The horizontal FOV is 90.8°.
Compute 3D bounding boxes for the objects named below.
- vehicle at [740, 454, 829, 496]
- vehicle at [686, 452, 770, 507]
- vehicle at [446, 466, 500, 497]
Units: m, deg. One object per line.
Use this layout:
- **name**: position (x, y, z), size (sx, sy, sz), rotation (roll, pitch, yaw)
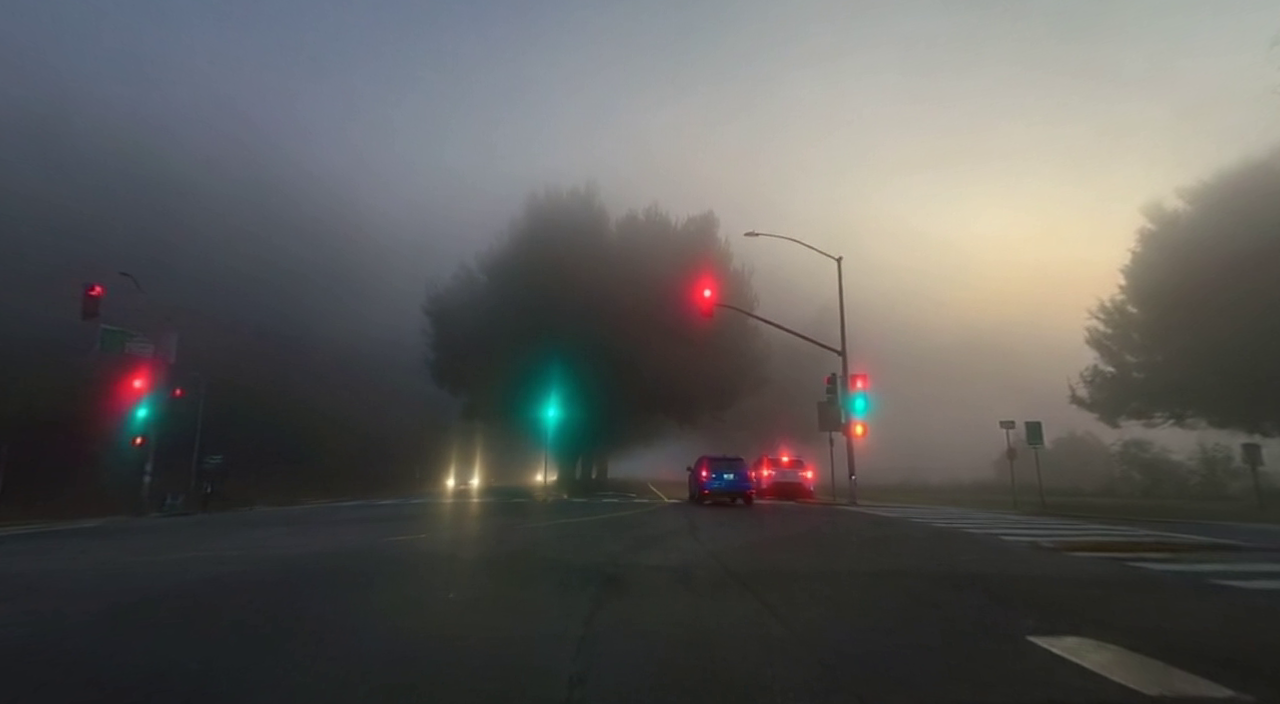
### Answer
- **vehicle**: position (8.732, 7.529, 39.223), size (2.771, 2.214, 7.159), rotation (2, -9, -10)
- **vehicle**: position (2.933, 4.385, 22.256), size (2.140, 1.655, 4.786), rotation (0, -9, -2)
- **vehicle**: position (-8.980, 6.992, 34.312), size (1.818, 1.397, 4.026), rotation (0, -9, 0)
